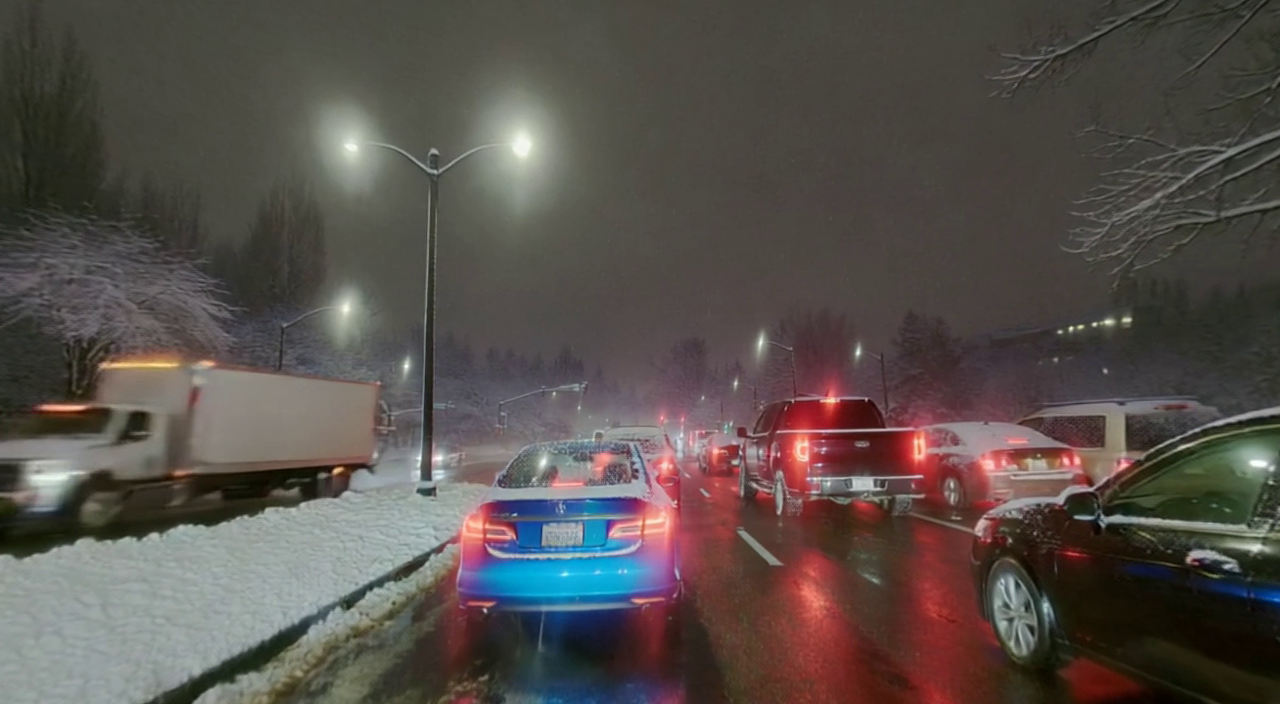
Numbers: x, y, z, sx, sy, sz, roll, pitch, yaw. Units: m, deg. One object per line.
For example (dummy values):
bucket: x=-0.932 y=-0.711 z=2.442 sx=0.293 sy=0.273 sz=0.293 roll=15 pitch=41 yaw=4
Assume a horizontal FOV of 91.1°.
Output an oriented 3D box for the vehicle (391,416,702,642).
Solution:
vehicle: x=-0.586 y=1.500 z=6.334 sx=2.111 sy=1.506 sz=4.018 roll=0 pitch=-9 yaw=1

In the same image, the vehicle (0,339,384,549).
vehicle: x=-8.992 y=2.030 z=14.023 sx=2.931 sy=3.265 sz=8.387 roll=0 pitch=-9 yaw=0

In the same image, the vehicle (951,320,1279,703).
vehicle: x=3.154 y=0.750 z=2.082 sx=1.982 sy=1.709 sz=4.427 roll=0 pitch=-9 yaw=1

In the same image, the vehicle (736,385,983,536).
vehicle: x=3.503 y=1.944 z=11.707 sx=2.444 sy=2.098 sz=5.766 roll=0 pitch=-8 yaw=-1
